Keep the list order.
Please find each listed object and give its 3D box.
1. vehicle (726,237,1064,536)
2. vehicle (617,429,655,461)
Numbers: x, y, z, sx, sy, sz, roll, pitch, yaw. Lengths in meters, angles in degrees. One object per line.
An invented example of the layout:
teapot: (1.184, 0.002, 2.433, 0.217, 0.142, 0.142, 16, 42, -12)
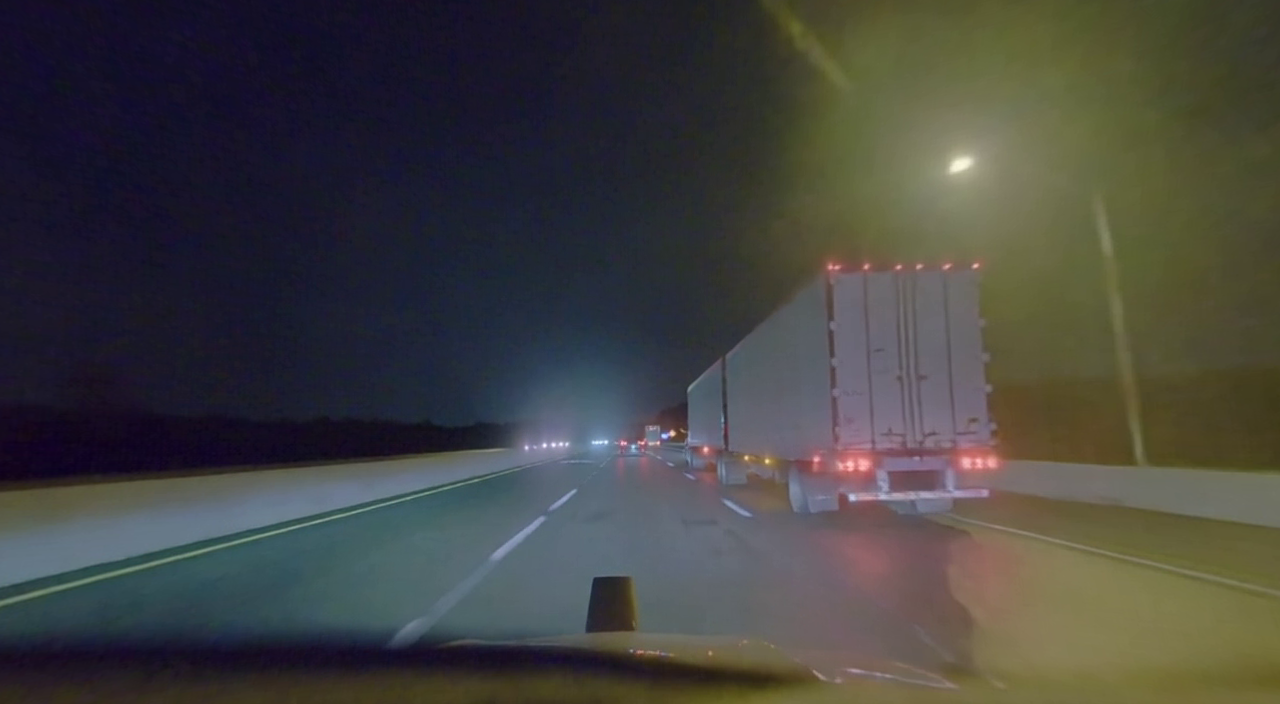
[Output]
vehicle: (3.896, 0.992, 12.635, 2.967, 3.961, 8.660, 0, -8, -1)
vehicle: (-0.336, 6.326, 42.915, 2.456, 2.007, 4.728, 0, -8, -1)
